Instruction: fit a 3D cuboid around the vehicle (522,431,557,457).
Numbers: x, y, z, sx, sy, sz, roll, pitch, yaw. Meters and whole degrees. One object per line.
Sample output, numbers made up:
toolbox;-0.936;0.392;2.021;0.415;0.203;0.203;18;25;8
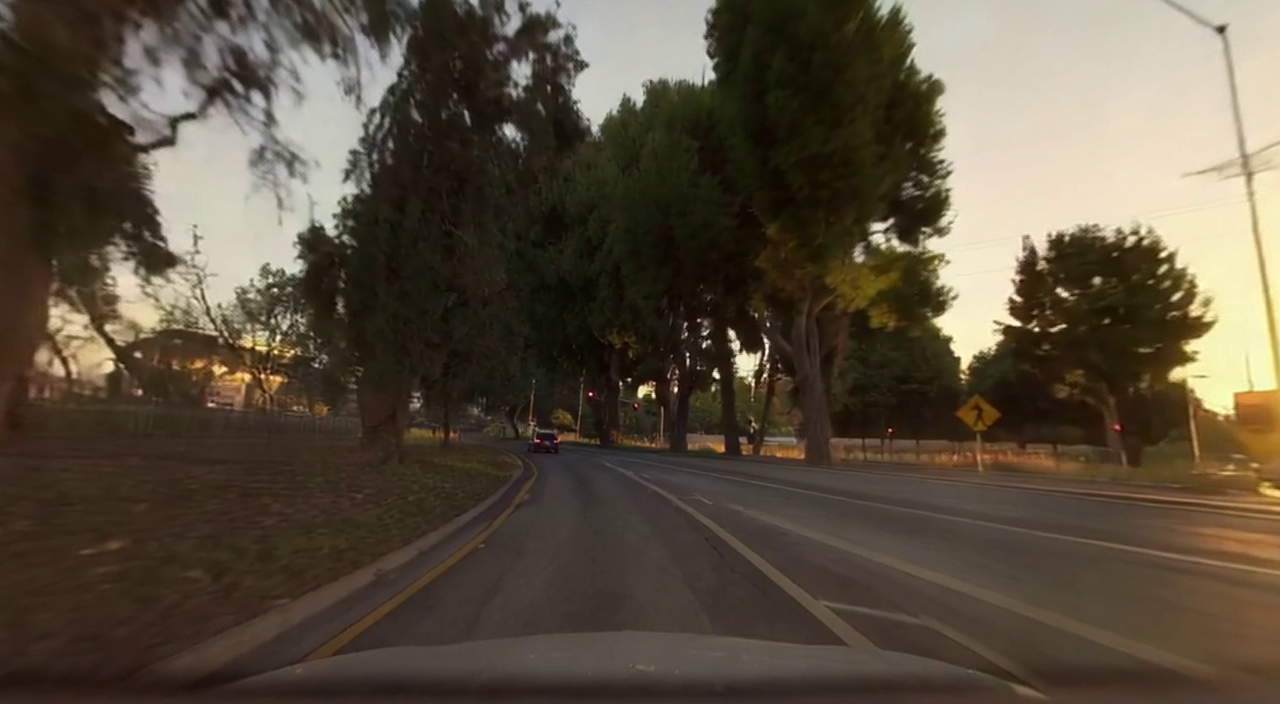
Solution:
vehicle;-7.261;6.620;45.038;1.947;1.729;4.051;2;-9;-17
